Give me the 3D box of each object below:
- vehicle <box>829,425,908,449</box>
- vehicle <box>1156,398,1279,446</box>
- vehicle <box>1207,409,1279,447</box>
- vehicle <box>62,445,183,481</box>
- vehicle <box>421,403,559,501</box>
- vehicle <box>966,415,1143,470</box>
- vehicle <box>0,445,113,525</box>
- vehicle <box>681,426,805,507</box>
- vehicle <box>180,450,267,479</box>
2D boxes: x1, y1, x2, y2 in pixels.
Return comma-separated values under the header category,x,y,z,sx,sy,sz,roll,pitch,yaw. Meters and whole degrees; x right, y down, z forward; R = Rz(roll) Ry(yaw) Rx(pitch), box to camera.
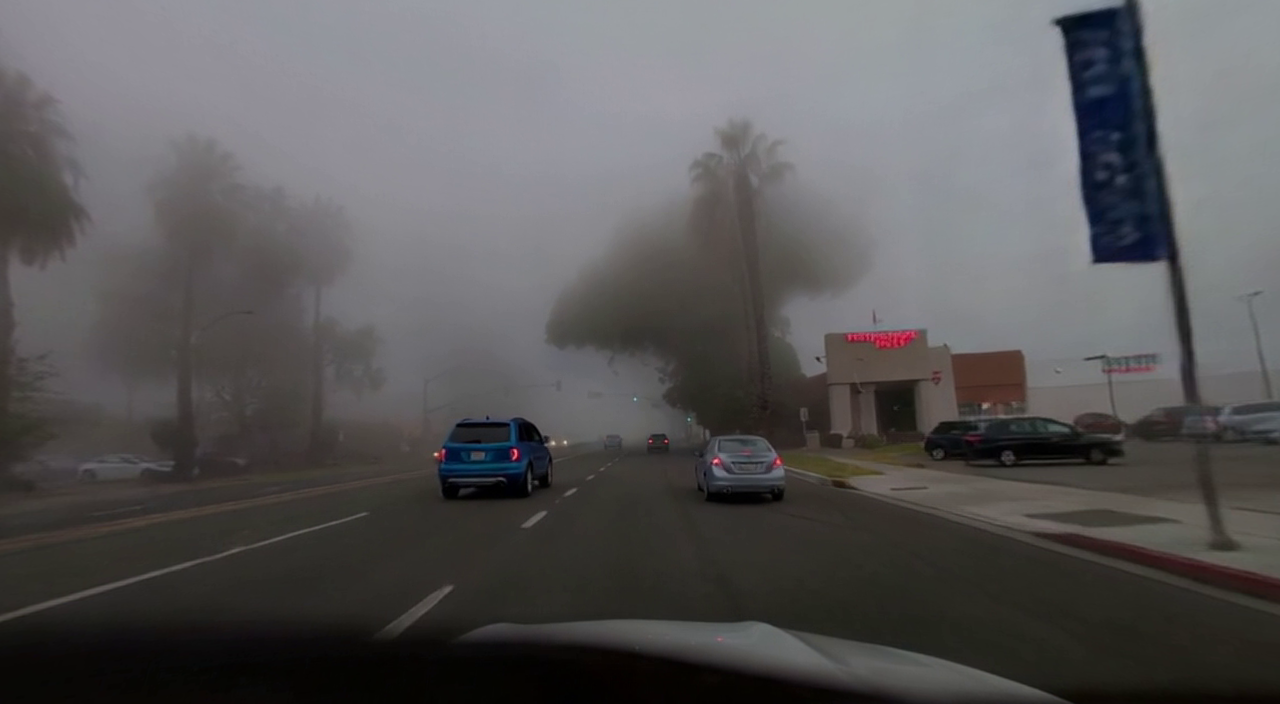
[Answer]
category,x,y,z,sx,sy,sz,roll,pitch,yaw
vehicle,15.003,5.657,41.657,4.680,1.506,2.017,-3,-9,14
vehicle,26.662,3.170,28.301,5.306,2.010,2.234,1,-8,-8
vehicle,25.744,3.097,25.494,3.833,1.455,1.927,1,-8,-6
vehicle,-26.910,5.739,32.910,4.667,1.680,2.082,7,-11,-40
vehicle,-3.378,2.387,15.282,2.152,1.987,4.527,0,-8,1
vehicle,11.795,2.608,18.161,1.874,1.386,3.745,6,-10,-36
vehicle,-14.245,2.831,13.485,1.942,1.645,4.538,0,-8,0
vehicle,2.044,2.443,13.928,1.919,1.472,4.470,0,-8,-1
vehicle,-26.755,7.210,40.553,4.343,1.452,2.097,4,-11,-43
